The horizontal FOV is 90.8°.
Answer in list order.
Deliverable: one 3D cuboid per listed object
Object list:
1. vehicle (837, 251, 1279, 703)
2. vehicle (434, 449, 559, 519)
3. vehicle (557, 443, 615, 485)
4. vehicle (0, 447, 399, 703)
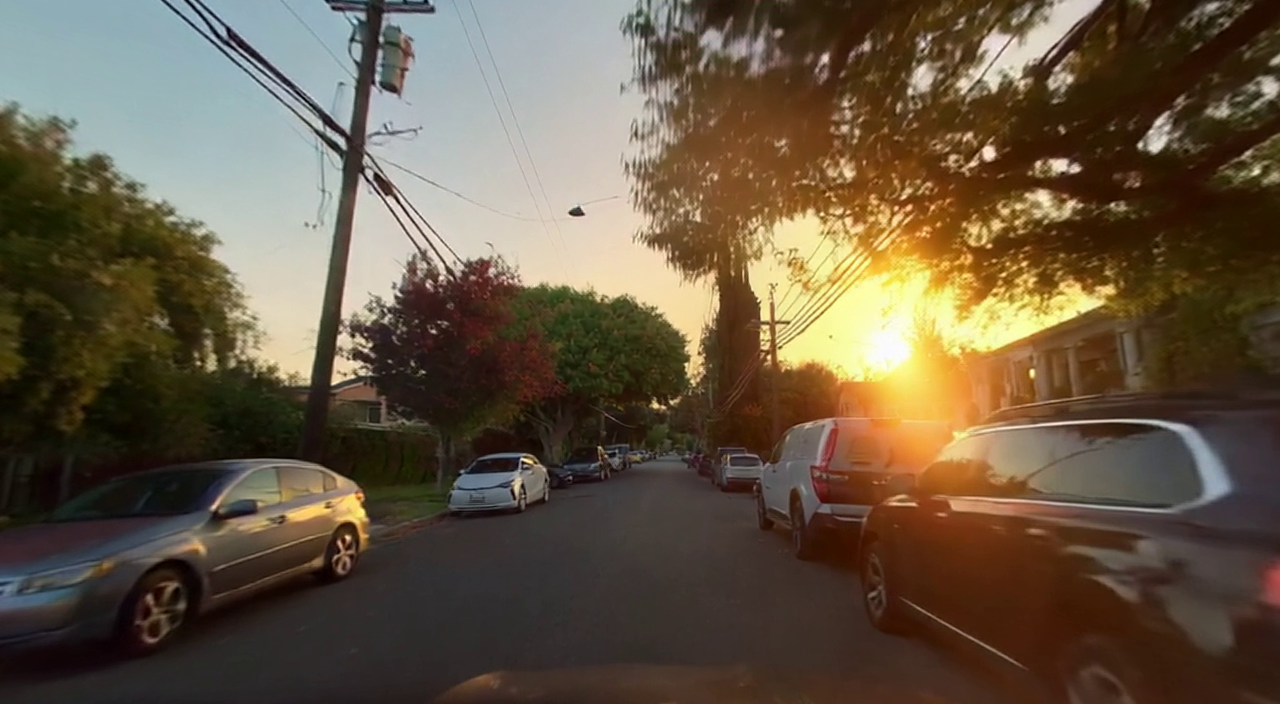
[{"bbox_3d":[2.672,0.958,3.323,1.992,1.853,4.704,-1,-9,4],"label":"vehicle"},{"bbox_3d":[-3.580,3.384,16.781,1.988,1.541,4.686,-1,-9,3],"label":"vehicle"},{"bbox_3d":[-2.638,5.618,32.165,2.280,1.953,5.092,-1,-9,3],"label":"vehicle"},{"bbox_3d":[-4.225,1.687,6.067,1.796,1.532,4.244,-1,-9,6],"label":"vehicle"}]
